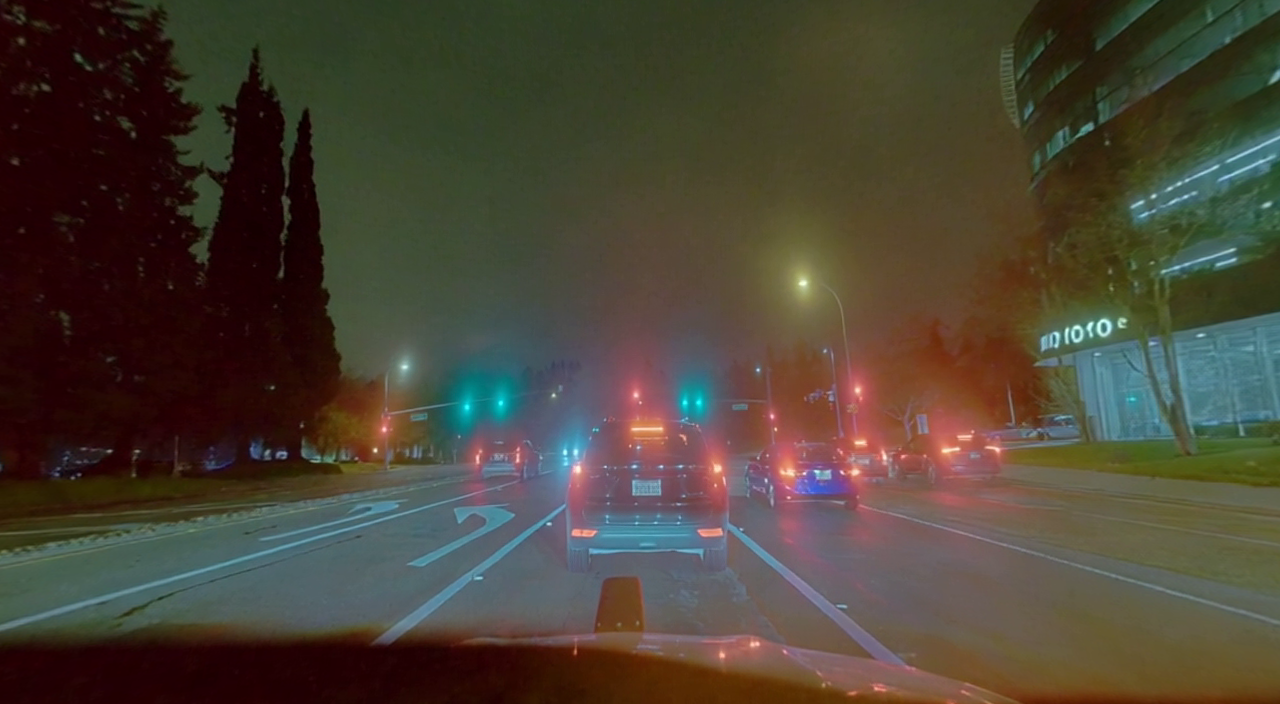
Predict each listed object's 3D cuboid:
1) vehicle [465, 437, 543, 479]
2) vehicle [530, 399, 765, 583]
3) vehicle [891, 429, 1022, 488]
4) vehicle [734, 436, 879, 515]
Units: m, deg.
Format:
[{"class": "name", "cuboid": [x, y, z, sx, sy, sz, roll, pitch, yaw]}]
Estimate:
[{"class": "vehicle", "cuboid": [-6.278, 4.979, 29.967, 2.555, 1.819, 5.145, 0, -9, 0]}, {"class": "vehicle", "cuboid": [0.066, 1.660, 8.272, 2.266, 1.762, 4.131, 0, -9, 0]}, {"class": "vehicle", "cuboid": [10.856, 3.693, 22.137, 2.123, 1.812, 4.553, 0, -9, -1]}, {"class": "vehicle", "cuboid": [3.498, 2.690, 14.244, 1.997, 1.471, 4.321, 0, -9, -1]}]
